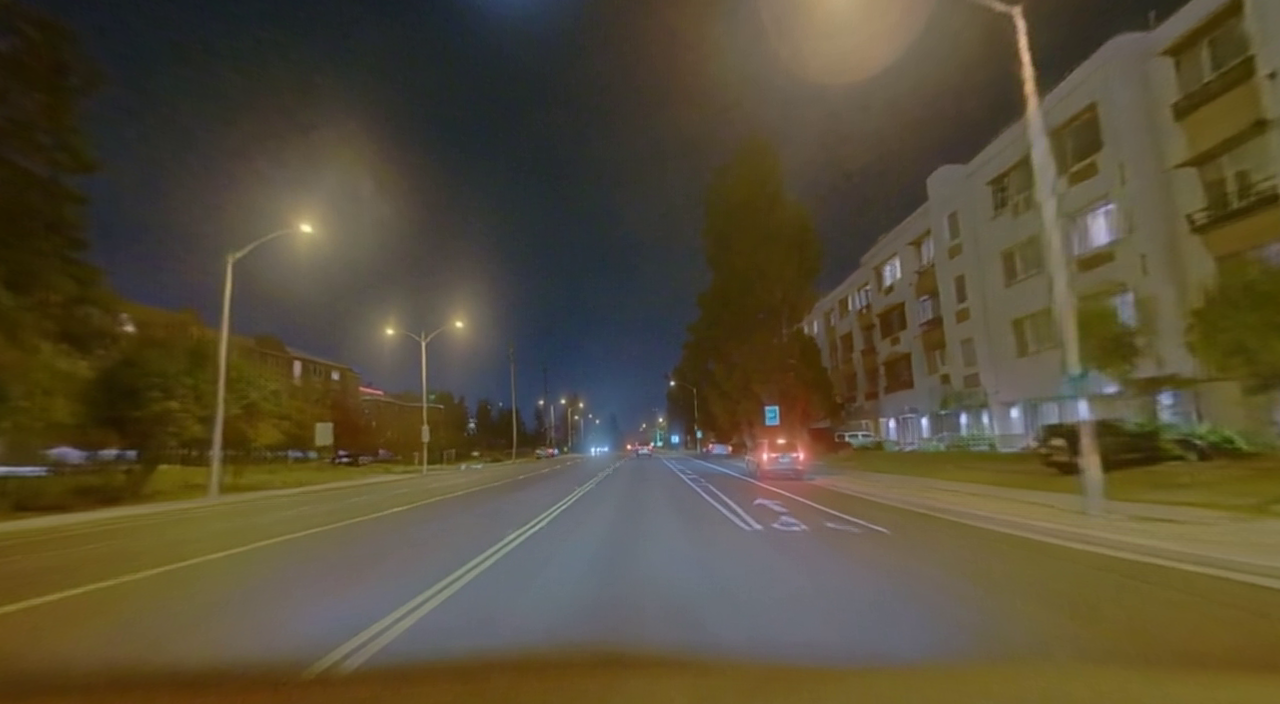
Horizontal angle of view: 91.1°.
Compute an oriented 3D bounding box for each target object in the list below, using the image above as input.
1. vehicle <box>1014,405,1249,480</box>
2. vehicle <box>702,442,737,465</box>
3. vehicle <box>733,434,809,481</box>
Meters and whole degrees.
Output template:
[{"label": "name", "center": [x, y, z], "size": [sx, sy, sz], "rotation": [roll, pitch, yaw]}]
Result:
[{"label": "vehicle", "center": [13.400, 2.481, 17.328], "size": [4.674, 1.557, 2.288], "rotation": [-4, -8, -7]}, {"label": "vehicle", "center": [5.560, 7.140, 44.357], "size": [1.851, 1.487, 4.566], "rotation": [0, -9, -1]}, {"label": "vehicle", "center": [5.277, 4.336, 26.002], "size": [2.140, 1.739, 4.721], "rotation": [0, -9, 0]}]
